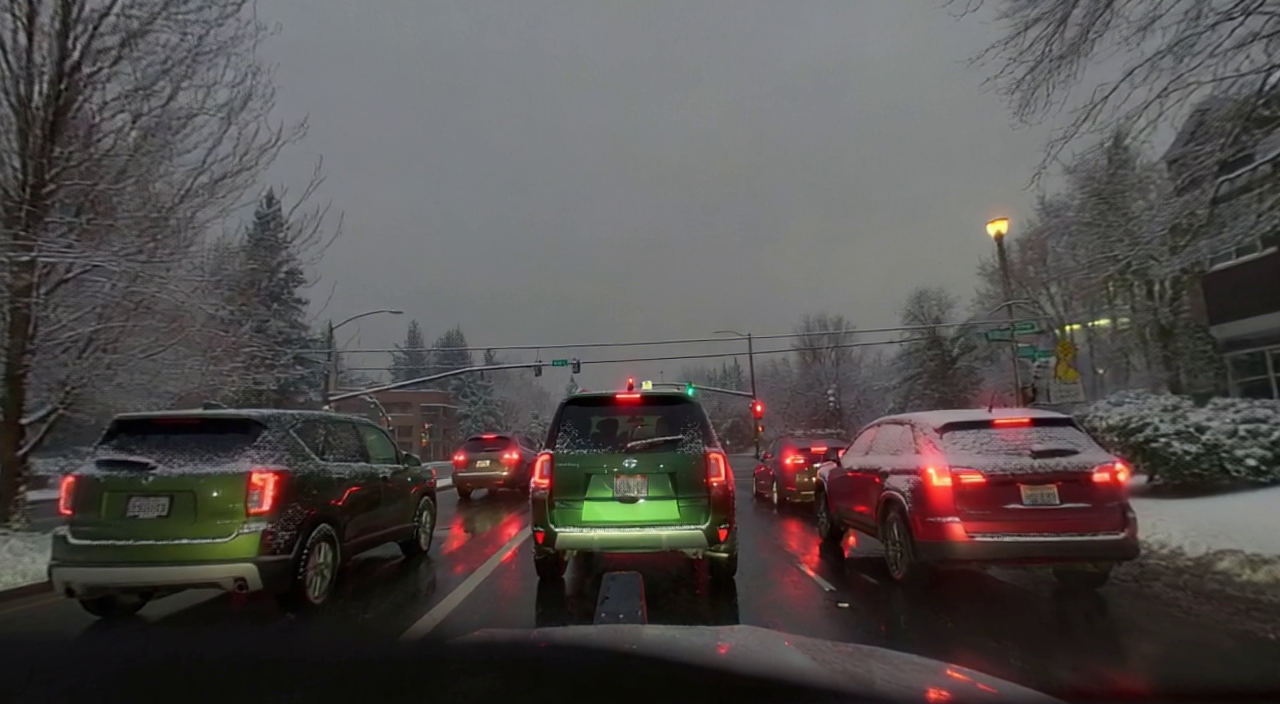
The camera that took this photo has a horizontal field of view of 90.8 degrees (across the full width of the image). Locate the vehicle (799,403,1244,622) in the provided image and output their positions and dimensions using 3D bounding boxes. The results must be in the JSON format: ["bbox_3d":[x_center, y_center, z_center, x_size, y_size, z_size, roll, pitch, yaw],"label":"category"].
[{"bbox_3d":[3.475,1.550,7.051,2.202,1.657,4.298,0,-9,-1],"label":"vehicle"}]

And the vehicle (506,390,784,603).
[{"bbox_3d":[0.020,1.485,7.249,2.294,1.761,3.857,0,-9,-1],"label":"vehicle"}]

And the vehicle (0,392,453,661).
[{"bbox_3d":[-3.373,1.372,5.978,1.961,1.639,4.064,0,-9,0],"label":"vehicle"}]
